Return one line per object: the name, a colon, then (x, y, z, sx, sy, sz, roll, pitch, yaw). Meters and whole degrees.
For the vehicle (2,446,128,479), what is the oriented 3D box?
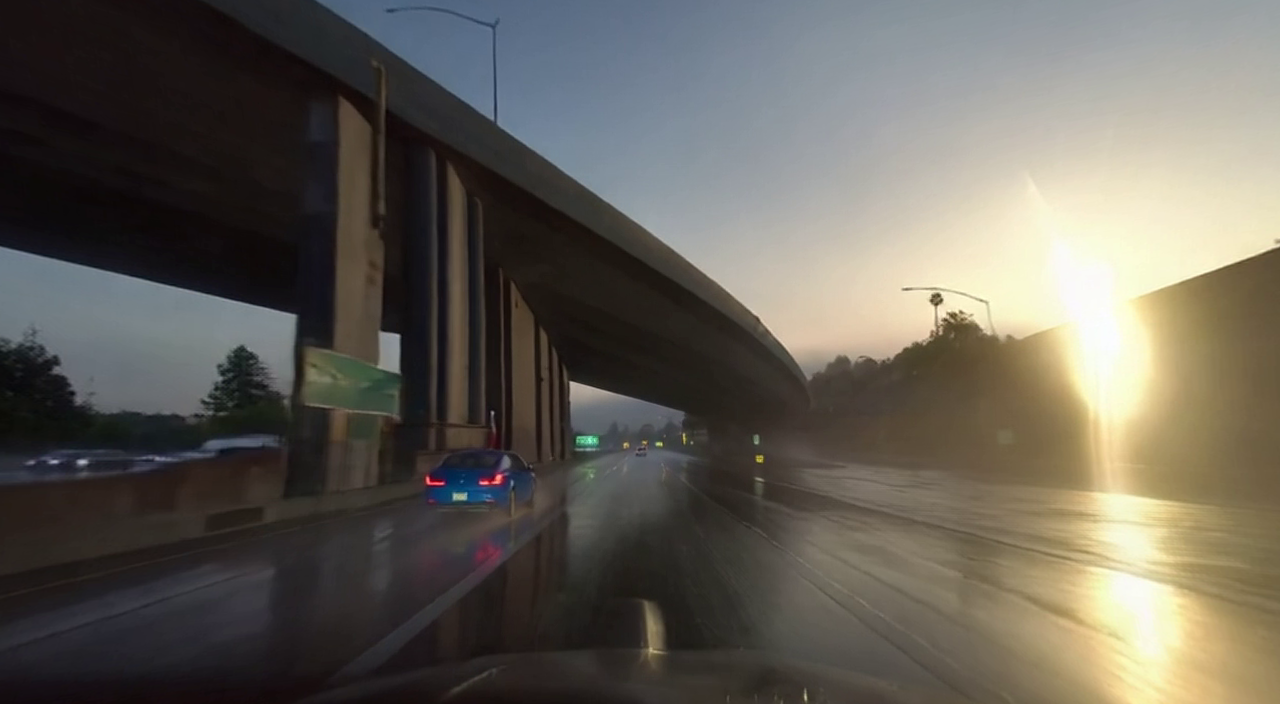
vehicle: (-30.083, 5.758, 33.205, 1.950, 1.584, 4.891, 0, -8, 0)

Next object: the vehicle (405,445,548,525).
vehicle: (-3.404, 2.846, 14.059, 2.044, 1.478, 4.114, 0, -9, 0)
